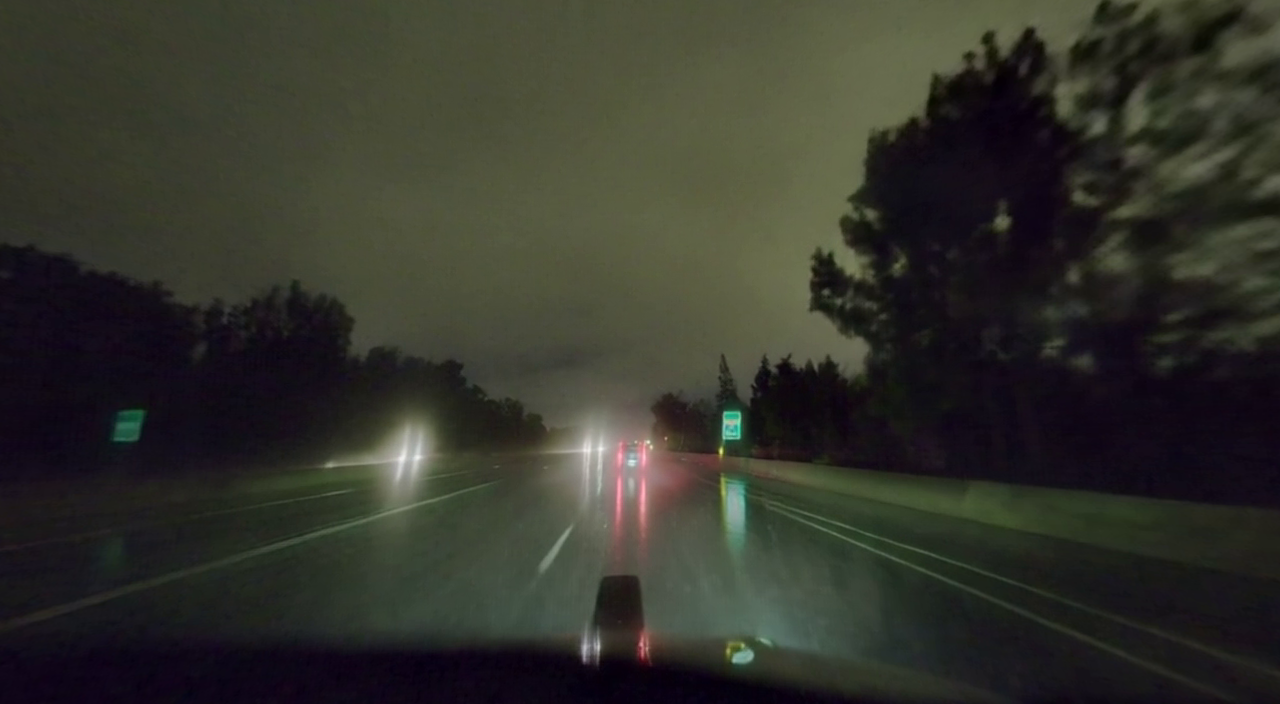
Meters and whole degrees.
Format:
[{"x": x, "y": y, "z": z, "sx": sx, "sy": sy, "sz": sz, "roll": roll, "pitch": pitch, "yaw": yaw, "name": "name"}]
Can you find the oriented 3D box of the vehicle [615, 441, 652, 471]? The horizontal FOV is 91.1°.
[{"x": -0.415, "y": 6.308, "z": 38.308, "sx": 2.120, "sy": 1.715, "sz": 4.153, "roll": 0, "pitch": -9, "yaw": -1, "name": "vehicle"}]
